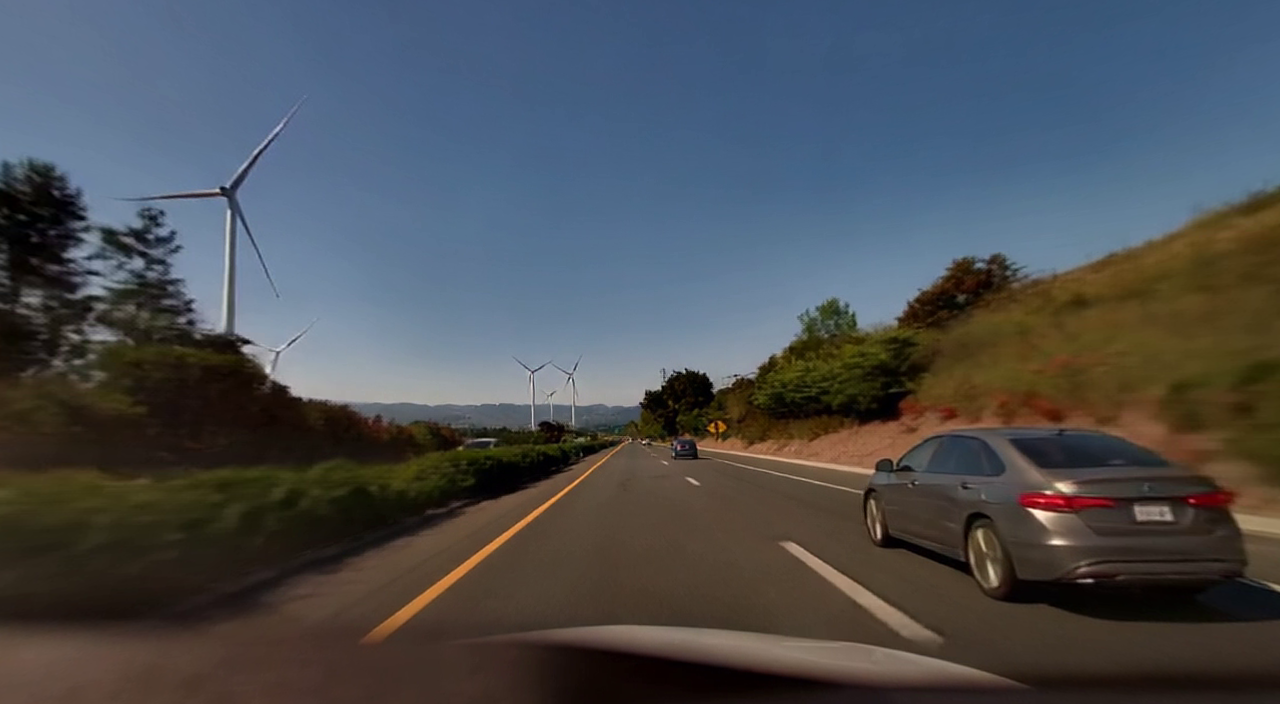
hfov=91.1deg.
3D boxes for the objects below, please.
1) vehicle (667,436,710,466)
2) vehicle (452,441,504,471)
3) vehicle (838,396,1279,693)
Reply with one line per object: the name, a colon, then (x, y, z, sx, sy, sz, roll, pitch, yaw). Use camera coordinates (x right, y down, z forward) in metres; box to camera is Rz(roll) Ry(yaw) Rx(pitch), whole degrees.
vehicle: (2.803, 5.836, 37.455, 2.066, 1.661, 4.500, 0, -8, -2)
vehicle: (-8.971, 5.777, 35.082, 1.886, 1.540, 3.814, 0, -8, 0)
vehicle: (3.576, 1.351, 5.706, 2.038, 1.624, 4.312, 0, -8, -1)
